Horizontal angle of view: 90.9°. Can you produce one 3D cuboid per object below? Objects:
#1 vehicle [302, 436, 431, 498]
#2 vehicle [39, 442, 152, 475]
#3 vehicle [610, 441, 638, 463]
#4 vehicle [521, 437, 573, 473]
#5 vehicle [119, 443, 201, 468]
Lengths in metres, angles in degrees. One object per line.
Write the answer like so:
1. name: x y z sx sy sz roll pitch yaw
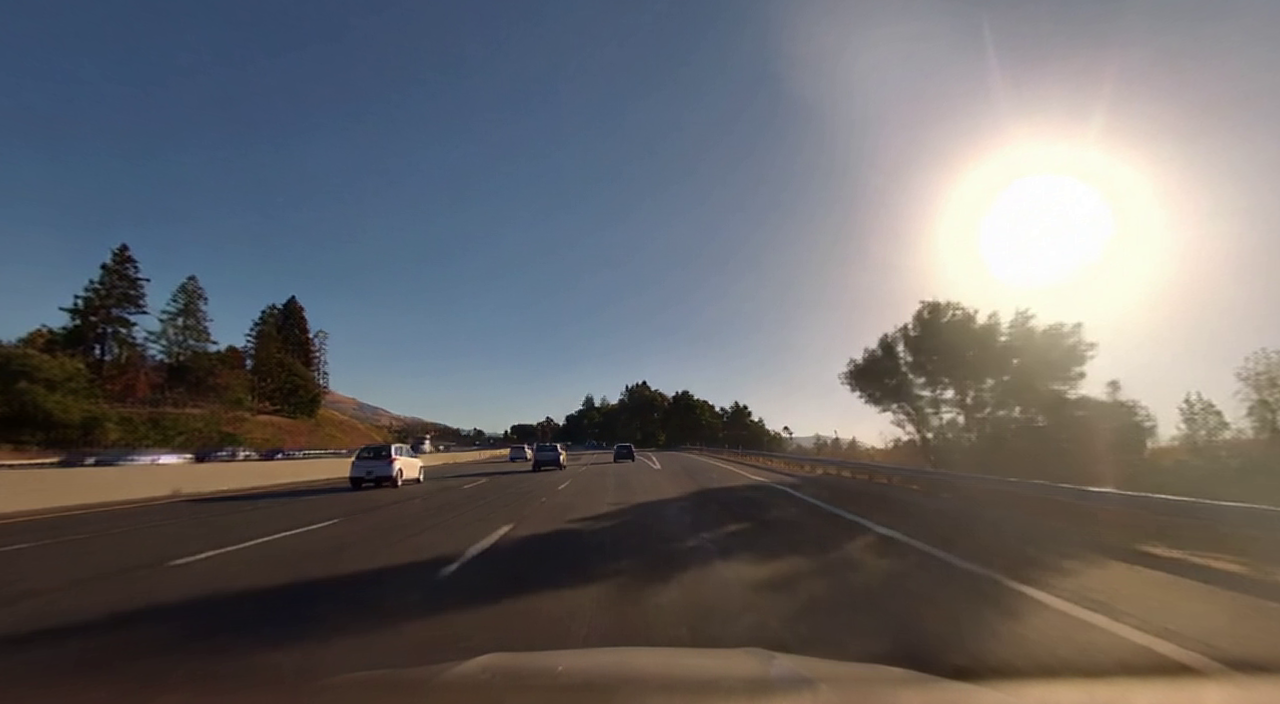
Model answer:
1. vehicle: -7.974 3.378 18.882 2.086 1.628 4.039 0 -8 -1
2. vehicle: -28.246 5.502 32.955 1.849 1.575 4.587 0 -8 -1
3. vehicle: -1.110 6.982 44.336 1.881 1.460 3.694 0 -8 -2
4. vehicle: -4.481 5.043 31.081 1.991 1.610 4.606 0 -8 -1
5. vehicle: -32.064 6.906 42.348 1.871 1.567 4.752 0 -8 -2
